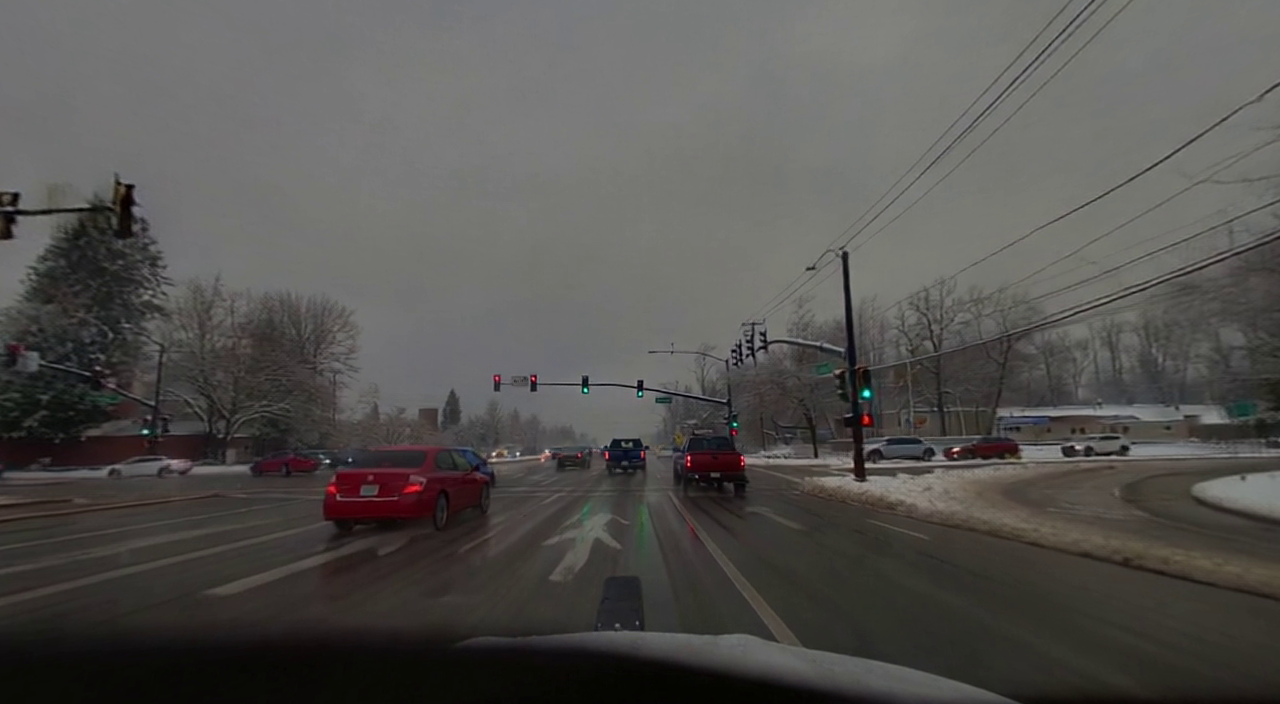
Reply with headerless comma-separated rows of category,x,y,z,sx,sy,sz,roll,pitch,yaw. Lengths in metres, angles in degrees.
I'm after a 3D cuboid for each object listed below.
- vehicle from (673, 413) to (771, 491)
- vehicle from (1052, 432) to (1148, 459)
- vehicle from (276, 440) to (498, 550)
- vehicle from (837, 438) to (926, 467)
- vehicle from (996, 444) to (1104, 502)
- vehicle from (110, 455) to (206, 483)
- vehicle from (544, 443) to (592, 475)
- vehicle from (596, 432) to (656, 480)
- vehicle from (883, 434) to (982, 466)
vehicle,2.966,3.938,25.095,2.905,2.636,6.895,0,-9,-1
vehicle,30.997,6.349,42.643,4.848,1.769,2.301,1,-9,-9
vehicle,-4.012,2.318,11.039,1.939,1.494,4.499,0,-9,1
vehicle,15.128,6.329,39.690,4.681,1.756,2.109,2,-9,-10
vehicle,11.790,3.446,18.476,2.212,1.466,4.126,-5,-10,28
vehicle,-27.367,6.610,35.902,4.675,1.471,2.076,-3,-9,21
vehicle,-4.234,6.406,38.071,2.273,1.749,4.385,0,-9,1
vehicle,-0.560,5.072,31.077,2.643,2.145,5.585,0,-9,2
vehicle,17.104,5.775,37.045,4.782,1.768,2.152,2,-9,-12
